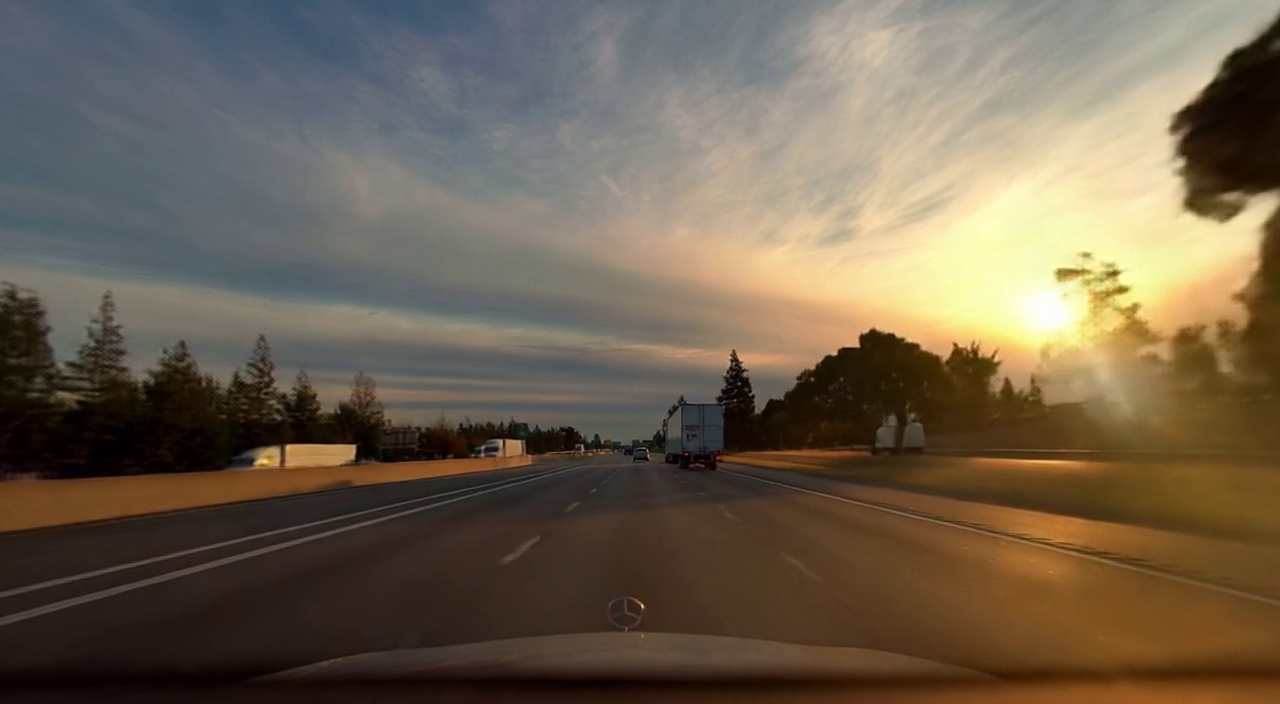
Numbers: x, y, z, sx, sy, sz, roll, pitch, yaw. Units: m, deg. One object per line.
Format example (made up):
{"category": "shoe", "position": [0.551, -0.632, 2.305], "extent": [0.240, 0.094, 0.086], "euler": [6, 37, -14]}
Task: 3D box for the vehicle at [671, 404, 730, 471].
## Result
{"category": "vehicle", "position": [4.247, 6.487, 47.316], "extent": [3.058, 4.312, 12.251], "euler": [0, -9, 0]}
